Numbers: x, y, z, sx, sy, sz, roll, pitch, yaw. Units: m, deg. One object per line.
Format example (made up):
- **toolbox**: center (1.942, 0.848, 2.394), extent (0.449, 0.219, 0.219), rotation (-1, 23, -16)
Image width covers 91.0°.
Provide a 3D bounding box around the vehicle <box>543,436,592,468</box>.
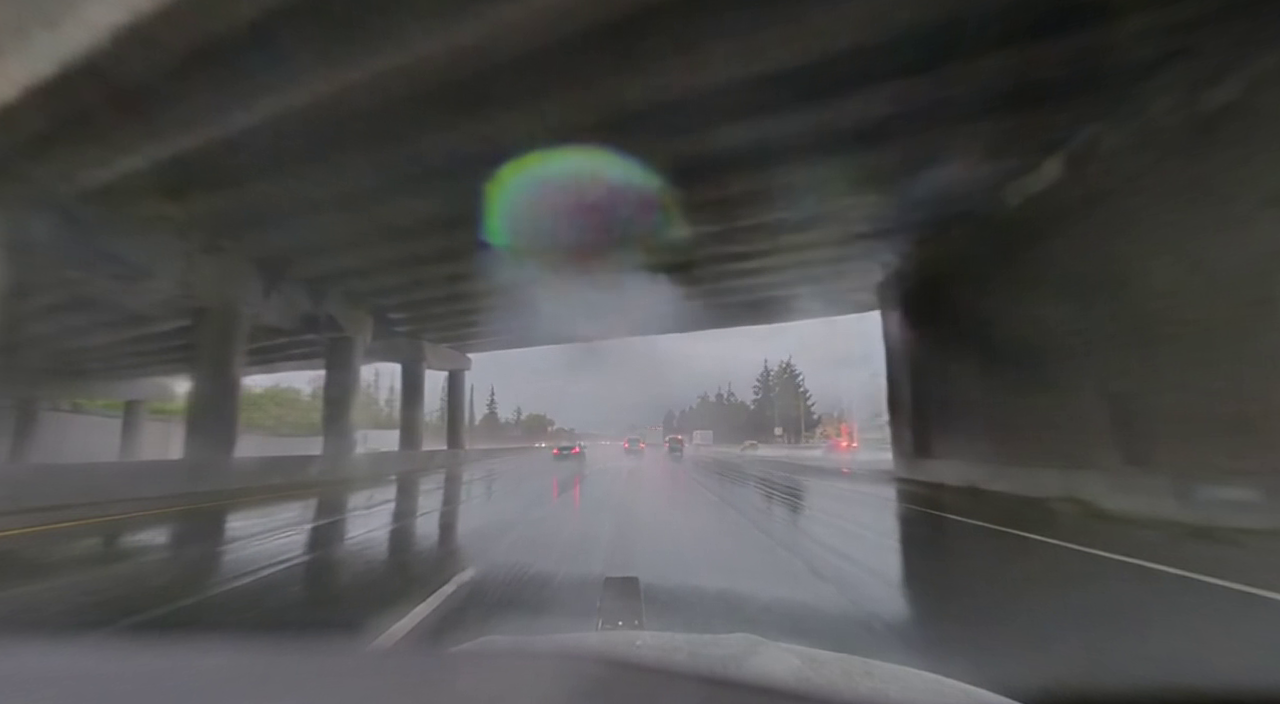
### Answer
- **vehicle**: center (-3.650, 5.124, 32.403), extent (2.066, 1.500, 4.415), rotation (0, -8, -1)
